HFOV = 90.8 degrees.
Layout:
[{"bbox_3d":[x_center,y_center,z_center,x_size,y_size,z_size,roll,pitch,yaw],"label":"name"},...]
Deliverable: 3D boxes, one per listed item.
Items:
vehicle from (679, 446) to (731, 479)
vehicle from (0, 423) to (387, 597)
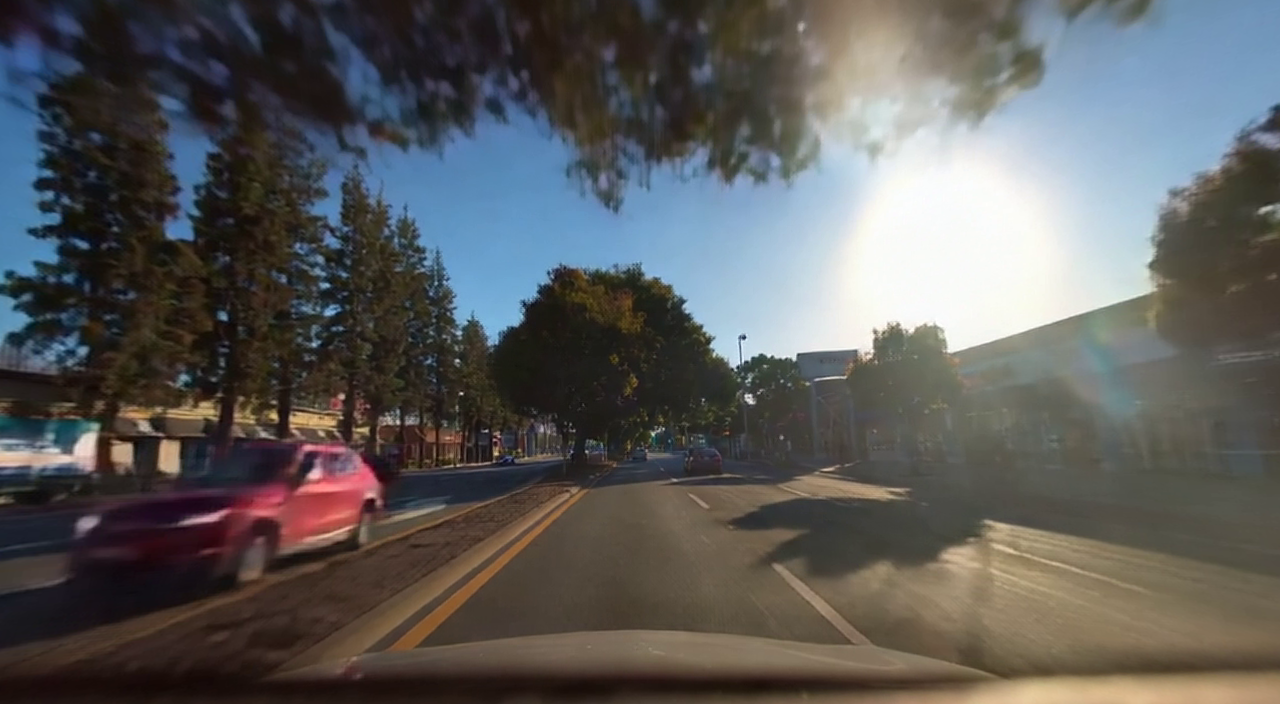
[{"bbox_3d":[3.115,5.391,31.084,1.983,1.482,4.463,0,-9,-2],"label":"vehicle"},{"bbox_3d":[-5.201,1.831,8.204,2.100,1.639,4.268,0,-9,-1],"label":"vehicle"}]
